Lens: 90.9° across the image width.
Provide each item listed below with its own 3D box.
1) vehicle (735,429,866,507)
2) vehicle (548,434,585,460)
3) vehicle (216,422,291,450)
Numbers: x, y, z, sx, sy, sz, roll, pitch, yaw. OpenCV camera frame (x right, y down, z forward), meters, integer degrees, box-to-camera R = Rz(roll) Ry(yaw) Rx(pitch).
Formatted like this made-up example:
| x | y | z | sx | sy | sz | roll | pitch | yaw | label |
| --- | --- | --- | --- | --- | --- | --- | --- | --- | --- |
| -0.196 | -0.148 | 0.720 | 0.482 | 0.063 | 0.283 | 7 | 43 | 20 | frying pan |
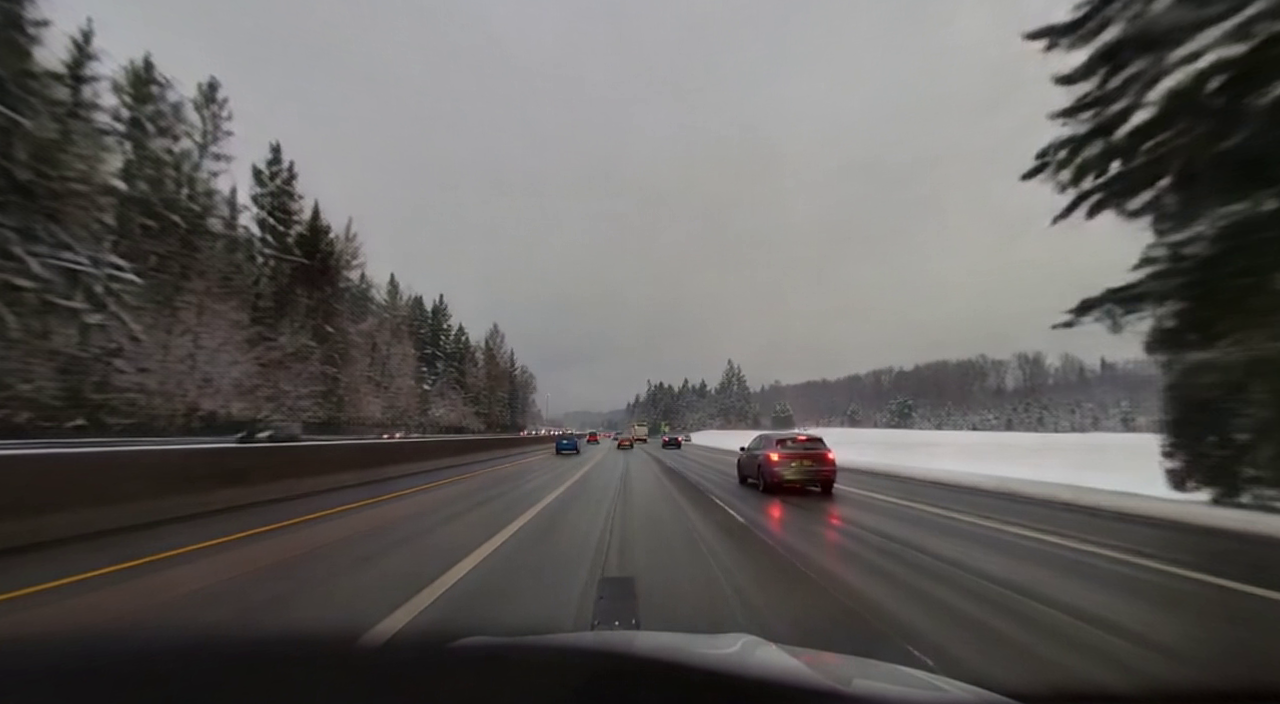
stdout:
| x | y | z | sx | sy | sz | roll | pitch | yaw | label |
| --- | --- | --- | --- | --- | --- | --- | --- | --- | --- |
| 3.512 | 2.584 | 14.557 | 1.883 | 1.536 | 3.792 | 0 | -8 | -2 | vehicle |
| -4.628 | 6.014 | 40.150 | 1.941 | 1.529 | 4.111 | 0 | -8 | -1 | vehicle |
| -21.947 | 4.797 | 35.981 | 1.745 | 1.457 | 4.149 | 0 | -8 | -2 | vehicle |
